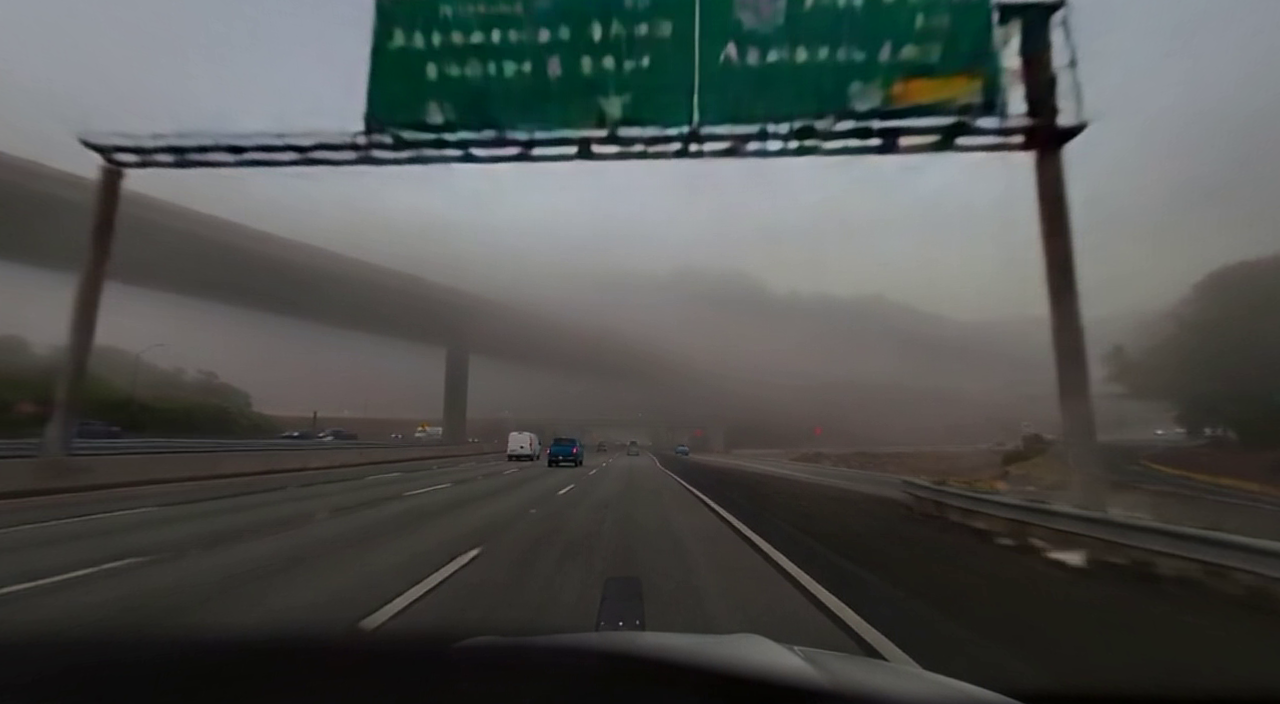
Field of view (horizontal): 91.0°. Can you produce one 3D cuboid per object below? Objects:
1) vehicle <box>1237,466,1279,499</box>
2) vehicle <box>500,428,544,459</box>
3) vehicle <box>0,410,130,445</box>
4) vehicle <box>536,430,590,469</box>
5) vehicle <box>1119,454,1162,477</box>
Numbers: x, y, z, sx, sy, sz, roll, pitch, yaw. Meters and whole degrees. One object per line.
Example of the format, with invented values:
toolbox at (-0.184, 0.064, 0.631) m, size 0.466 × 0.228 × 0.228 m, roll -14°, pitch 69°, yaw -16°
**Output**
vehicle at (34.836, 7.096, 34.396) m, size 1.944 × 1.528 × 4.123 m, roll -4°, pitch -9°, yaw 25°
vehicle at (-8.036, 6.315, 43.405) m, size 2.132 × 1.984 × 4.639 m, roll 0°, pitch -8°, yaw 0°
vehicle at (-30.091, 4.043, 33.038) m, size 1.941 × 1.677 × 5.525 m, roll 0°, pitch -8°, yaw 0°
vehicle at (-3.864, 5.022, 32.527) m, size 2.144 × 1.847 × 4.850 m, roll 0°, pitch -8°, yaw 0°
vehicle at (36.950, 8.369, 46.577) m, size 1.929 × 1.517 × 3.993 m, roll -5°, pitch -10°, yaw 32°
